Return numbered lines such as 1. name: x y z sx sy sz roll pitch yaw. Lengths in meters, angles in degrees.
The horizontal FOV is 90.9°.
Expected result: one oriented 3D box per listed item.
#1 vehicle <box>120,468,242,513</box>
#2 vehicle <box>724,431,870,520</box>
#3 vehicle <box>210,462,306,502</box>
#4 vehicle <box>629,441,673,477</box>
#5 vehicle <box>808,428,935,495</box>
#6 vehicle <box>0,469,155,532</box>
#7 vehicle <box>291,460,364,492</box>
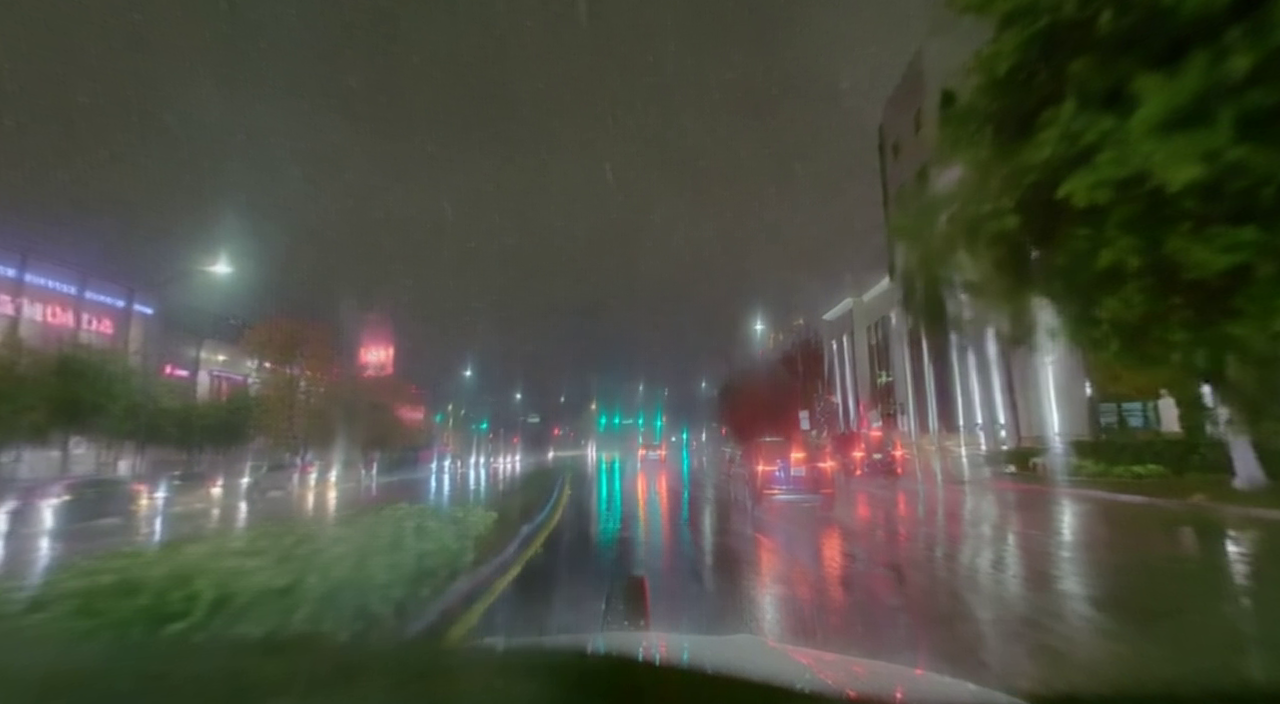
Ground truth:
1. vehicle: -18.627 5.598 25.839 1.786 1.523 4.309 0 -8 -1
2. vehicle: 3.170 2.588 13.855 1.931 1.591 4.708 0 -8 -1
3. vehicle: -18.762 6.358 31.234 2.049 1.678 4.376 0 -8 -1
4. vehicle: 0.488 5.382 31.994 2.125 1.669 3.880 0 -8 -1
5. vehicle: 6.858 3.283 19.305 1.963 1.783 4.722 0 -8 -1
6. vehicle: -18.617 4.731 20.570 1.853 1.614 4.514 -1 -8 2
7. vehicle: -18.545 7.344 37.662 1.956 1.647 4.643 0 -8 1
